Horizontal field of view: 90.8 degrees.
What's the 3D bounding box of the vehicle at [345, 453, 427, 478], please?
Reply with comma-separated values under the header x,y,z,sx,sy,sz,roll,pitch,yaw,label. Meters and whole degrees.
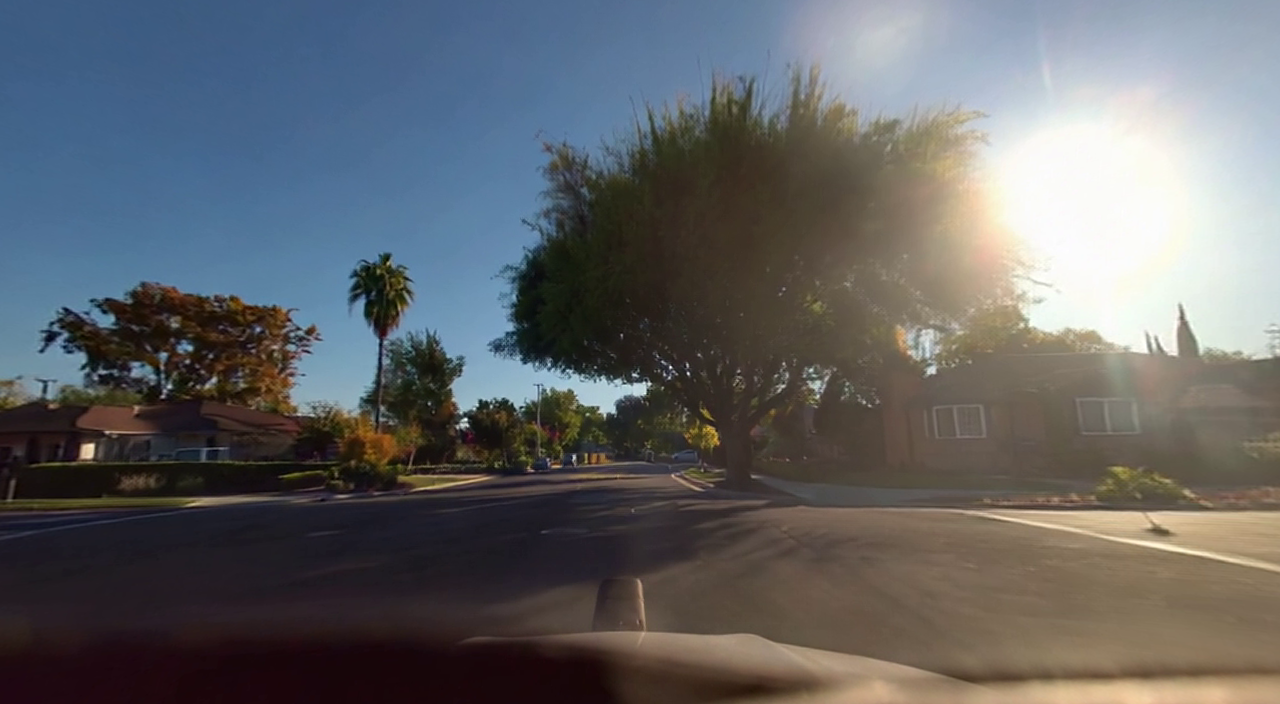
x,y,z,sx,sy,sz,roll,pitch,yaw,label
-16.079,7.176,40.168,4.358,1.516,2.077,1,-8,-4,vehicle
